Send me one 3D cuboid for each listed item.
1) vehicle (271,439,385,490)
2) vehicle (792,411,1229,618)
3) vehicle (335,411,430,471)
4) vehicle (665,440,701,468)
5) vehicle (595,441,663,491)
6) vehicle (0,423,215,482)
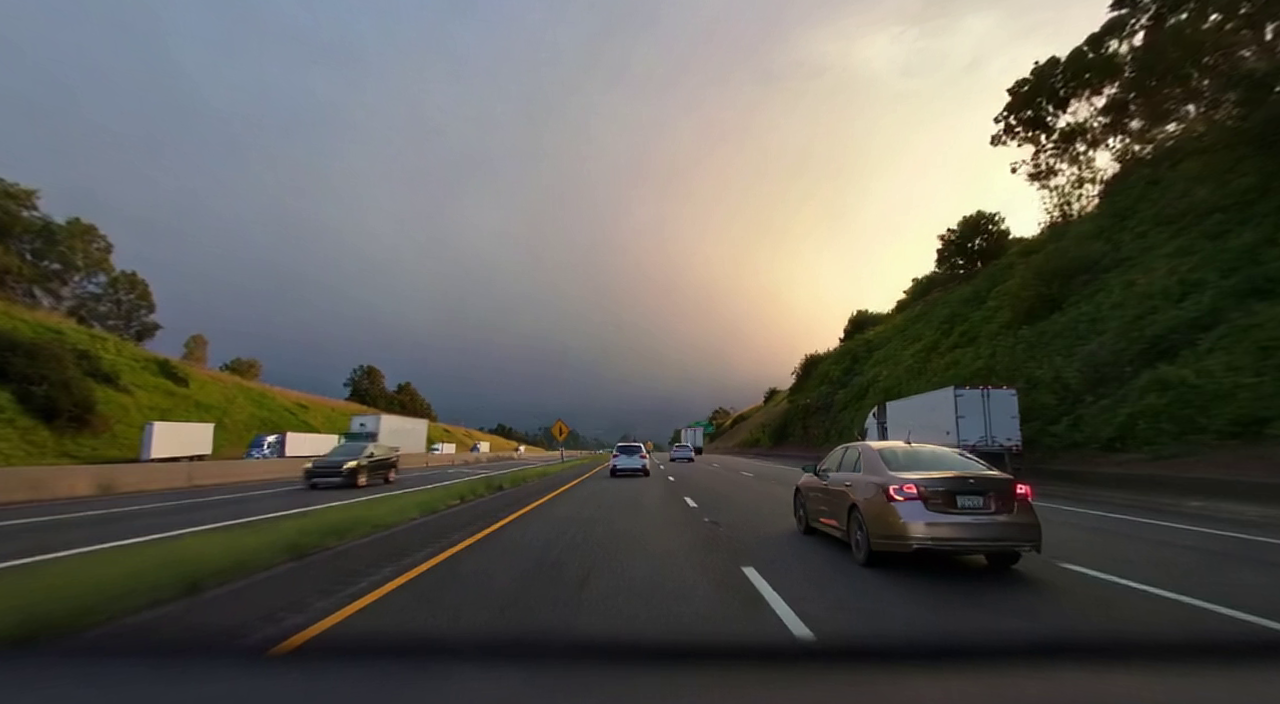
[{"bbox_3d":[-11.064,3.998,22.709,1.991,1.624,4.215,0,-9,-1],"label":"vehicle"},{"bbox_3d":[3.366,1.584,7.135,1.997,1.534,4.664,0,-9,-2],"label":"vehicle"},{"bbox_3d":[-16.183,5.763,40.305,2.687,3.442,7.686,0,-9,1],"label":"vehicle"},{"bbox_3d":[2.701,6.558,40.510,2.048,1.704,4.284,0,-9,0],"label":"vehicle"},{"bbox_3d":[-0.360,3.646,20.379,1.970,1.441,3.846,0,-9,-1],"label":"vehicle"},{"bbox_3d":[-37.205,6.884,45.169,2.860,3.408,14.775,-3,-7,2],"label":"vehicle"}]
